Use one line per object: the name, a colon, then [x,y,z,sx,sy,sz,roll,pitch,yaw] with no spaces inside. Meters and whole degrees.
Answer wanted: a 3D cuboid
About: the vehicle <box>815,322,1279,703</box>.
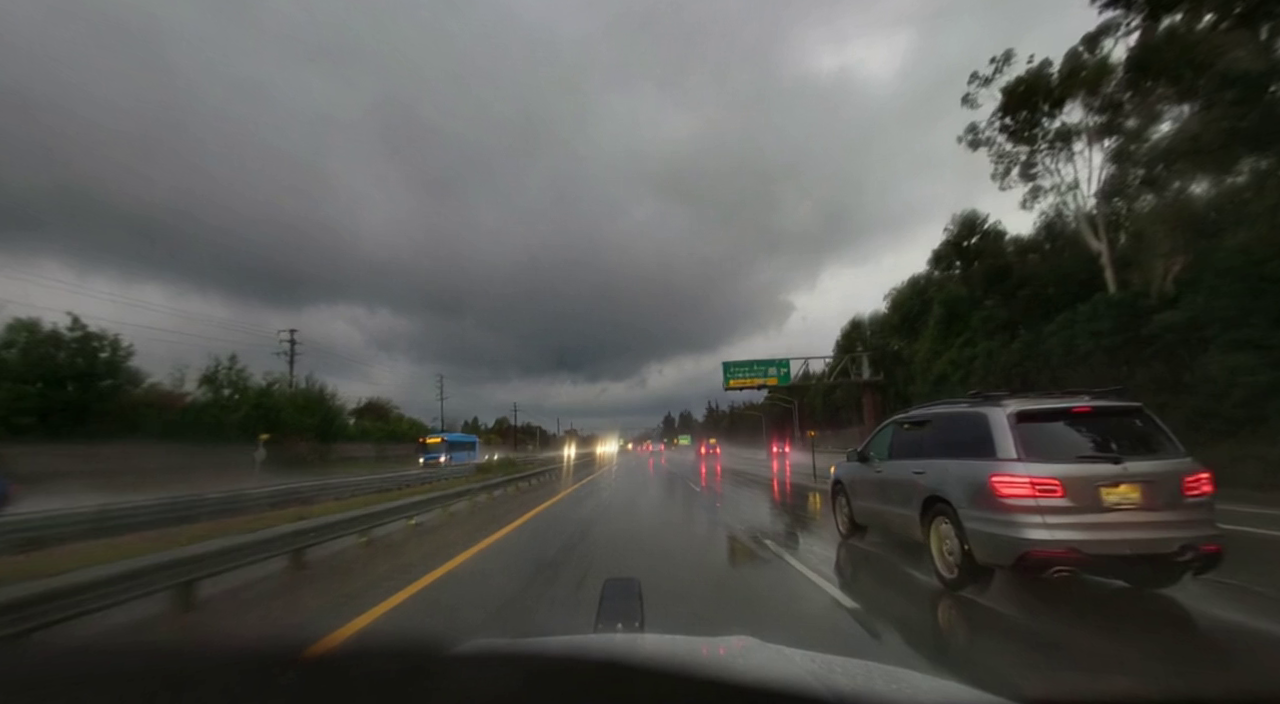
vehicle: [3.245,1.146,5.093,2.207,1.850,4.875,0,-9,0]
